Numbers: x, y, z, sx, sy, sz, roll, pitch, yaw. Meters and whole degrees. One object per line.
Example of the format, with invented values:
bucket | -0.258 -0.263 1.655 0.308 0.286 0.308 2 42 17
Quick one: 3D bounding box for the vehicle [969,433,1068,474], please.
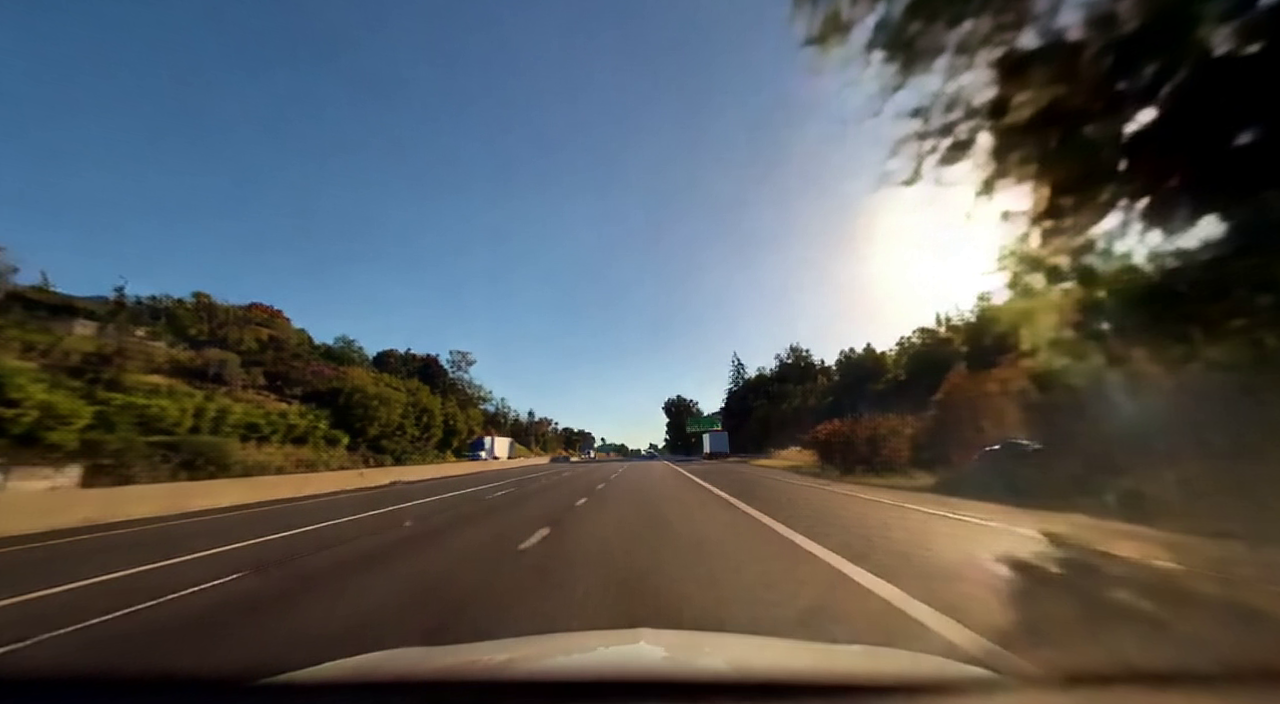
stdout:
vehicle | 18.088 4.889 30.341 2.038 1.823 3.744 1 -9 -8
